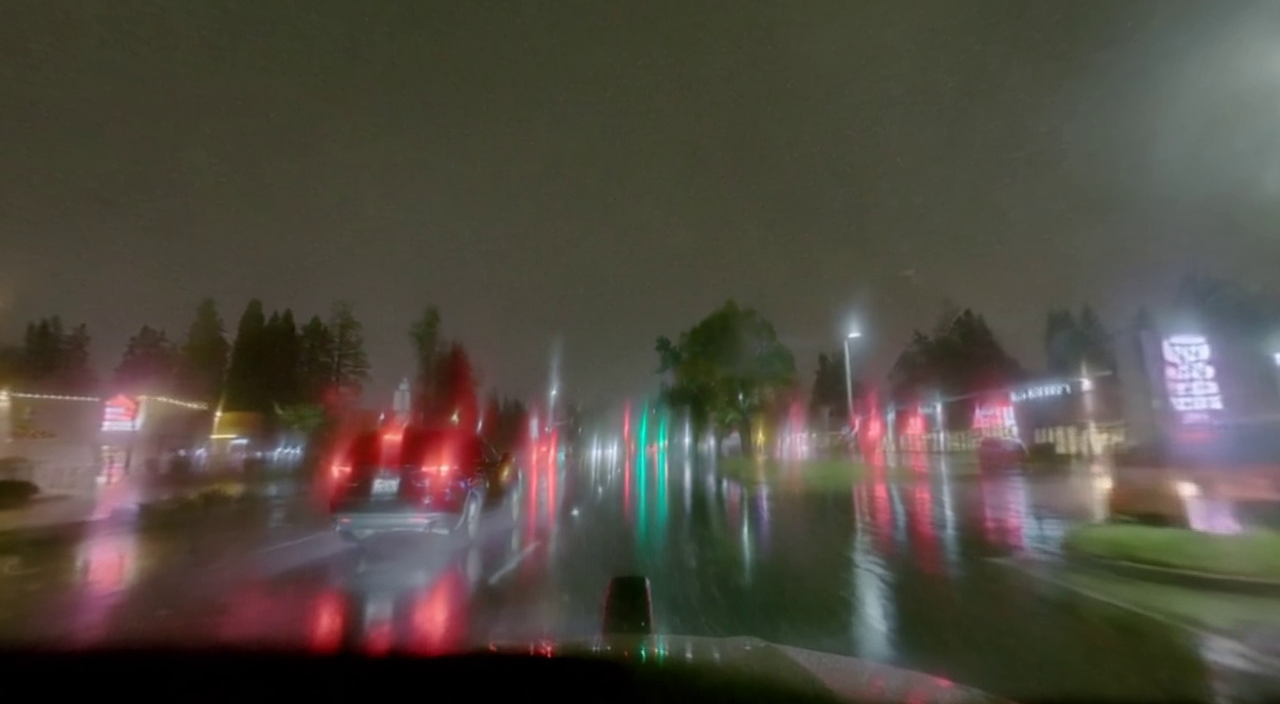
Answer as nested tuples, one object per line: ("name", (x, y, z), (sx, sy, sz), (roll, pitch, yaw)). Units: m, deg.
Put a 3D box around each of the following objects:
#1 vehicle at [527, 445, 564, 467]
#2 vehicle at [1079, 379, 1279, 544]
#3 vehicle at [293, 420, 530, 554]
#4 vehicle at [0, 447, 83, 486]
("vehicle", (-6.886, 7.647, 46.487), (1.990, 1.483, 4.410), (0, -8, 1))
("vehicle", (8.981, 1.597, 9.604), (4.985, 1.918, 2.248), (6, -11, -38))
("vehicle", (-3.227, 1.993, 10.009), (2.127, 1.654, 4.121), (0, -8, 1))
("vehicle", (-35.553, 6.490, 35.880), (5.532, 2.142, 2.189), (0, -8, 2))
